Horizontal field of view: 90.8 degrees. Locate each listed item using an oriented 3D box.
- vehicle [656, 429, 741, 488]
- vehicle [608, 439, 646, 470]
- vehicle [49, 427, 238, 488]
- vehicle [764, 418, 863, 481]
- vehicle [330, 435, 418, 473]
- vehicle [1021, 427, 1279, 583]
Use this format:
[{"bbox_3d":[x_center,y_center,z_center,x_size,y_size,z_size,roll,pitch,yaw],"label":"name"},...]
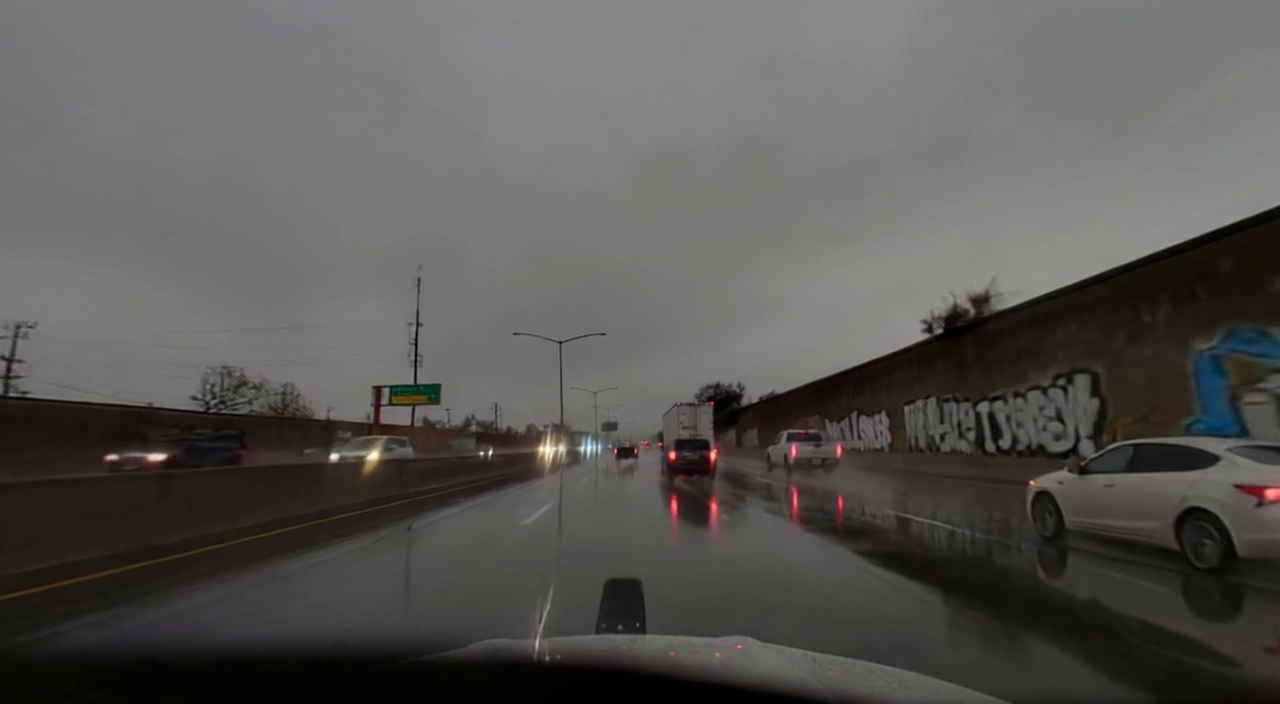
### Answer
[{"bbox_3d":[1.927,3.778,22.697,2.249,1.843,5.176,0,-9,-4],"label":"vehicle"},{"bbox_3d":[-0.755,5.905,36.493,2.073,1.640,3.990,0,-9,-1],"label":"vehicle"},{"bbox_3d":[-17.379,3.746,22.637,2.272,1.893,5.579,0,-9,-1],"label":"vehicle"},{"bbox_3d":[7.174,4.152,27.058,2.322,2.360,6.433,0,-9,-1],"label":"vehicle"},{"bbox_3d":[-13.025,5.039,31.350,2.309,1.726,4.818,0,-9,-1],"label":"vehicle"},{"bbox_3d":[7.058,1.703,7.637,1.915,1.476,4.677,0,-9,-1],"label":"vehicle"}]
